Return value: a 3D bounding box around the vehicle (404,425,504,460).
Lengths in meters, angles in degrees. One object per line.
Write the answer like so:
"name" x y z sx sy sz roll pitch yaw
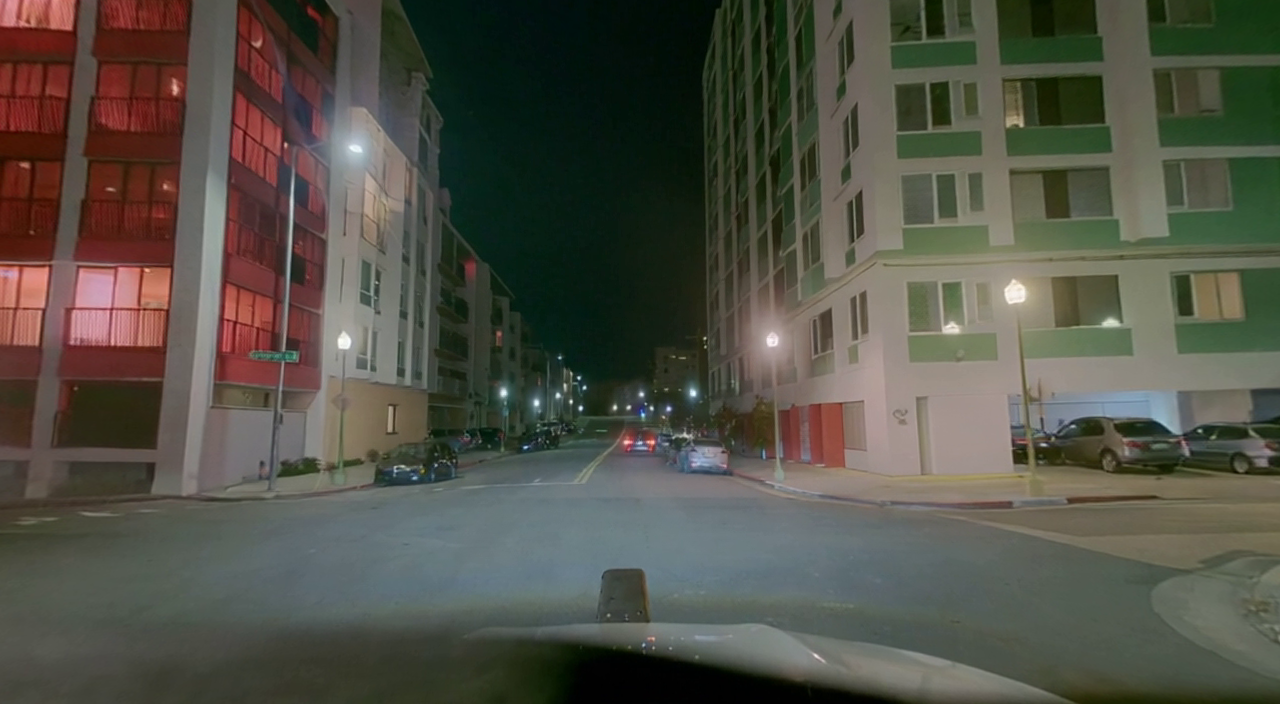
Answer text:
"vehicle" -11.435 5.588 38.872 5.540 1.950 2.113 4 -12 -28

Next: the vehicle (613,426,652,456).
"vehicle" -0.467 5.807 40.909 2.412 1.834 4.636 0 -8 0

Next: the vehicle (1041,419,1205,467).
"vehicle" 15.322 2.912 20.140 3.752 1.453 1.709 0 -9 2

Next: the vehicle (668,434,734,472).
"vehicle" 2.499 4.300 27.046 2.290 1.456 4.503 0 -8 -1
